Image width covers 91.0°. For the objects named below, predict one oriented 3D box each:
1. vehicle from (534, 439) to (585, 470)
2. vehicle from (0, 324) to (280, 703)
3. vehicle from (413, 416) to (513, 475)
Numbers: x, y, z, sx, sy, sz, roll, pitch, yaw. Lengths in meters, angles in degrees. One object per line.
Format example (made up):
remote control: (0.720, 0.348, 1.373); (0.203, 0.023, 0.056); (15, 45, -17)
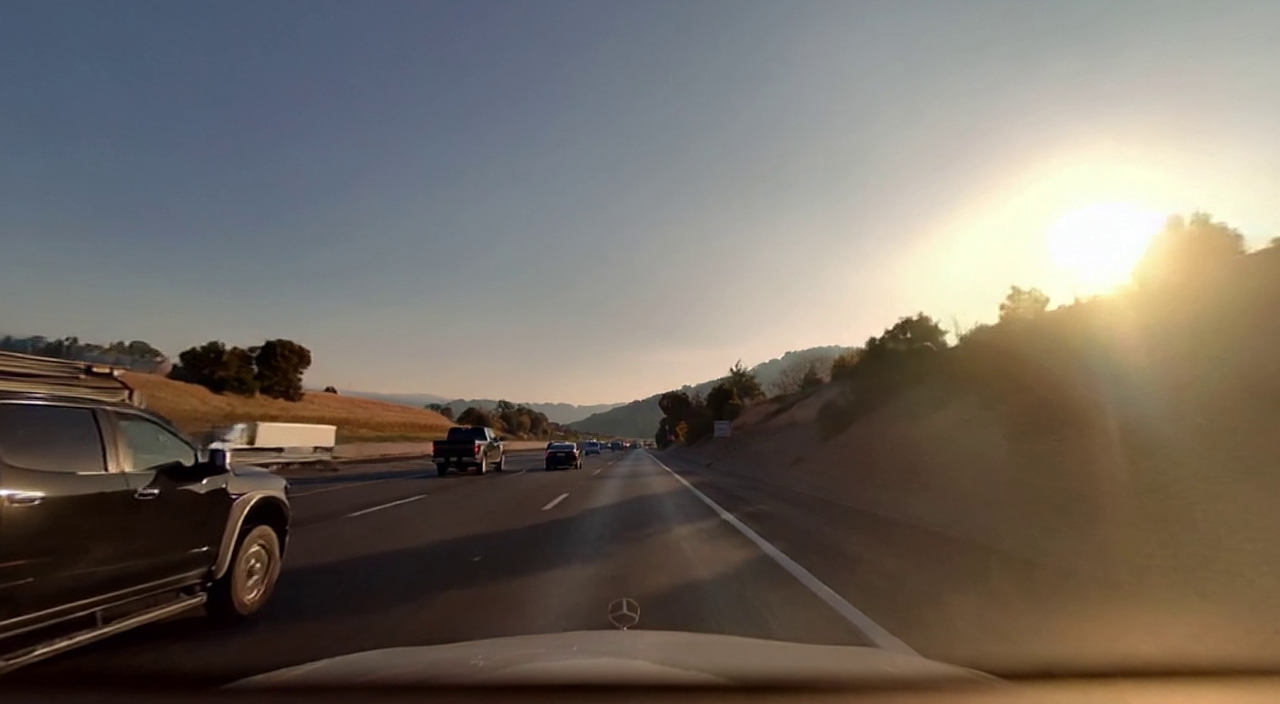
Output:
vehicle: (-4.152, 5.367, 33.028); (2.012, 1.509, 4.359); (0, -9, 1)
vehicle: (-4.051, 0.726, 2.506); (2.200, 1.807, 5.041); (0, -9, 1)
vehicle: (-7.556, 4.115, 27.690); (2.594, 2.254, 6.028); (0, -9, 0)
